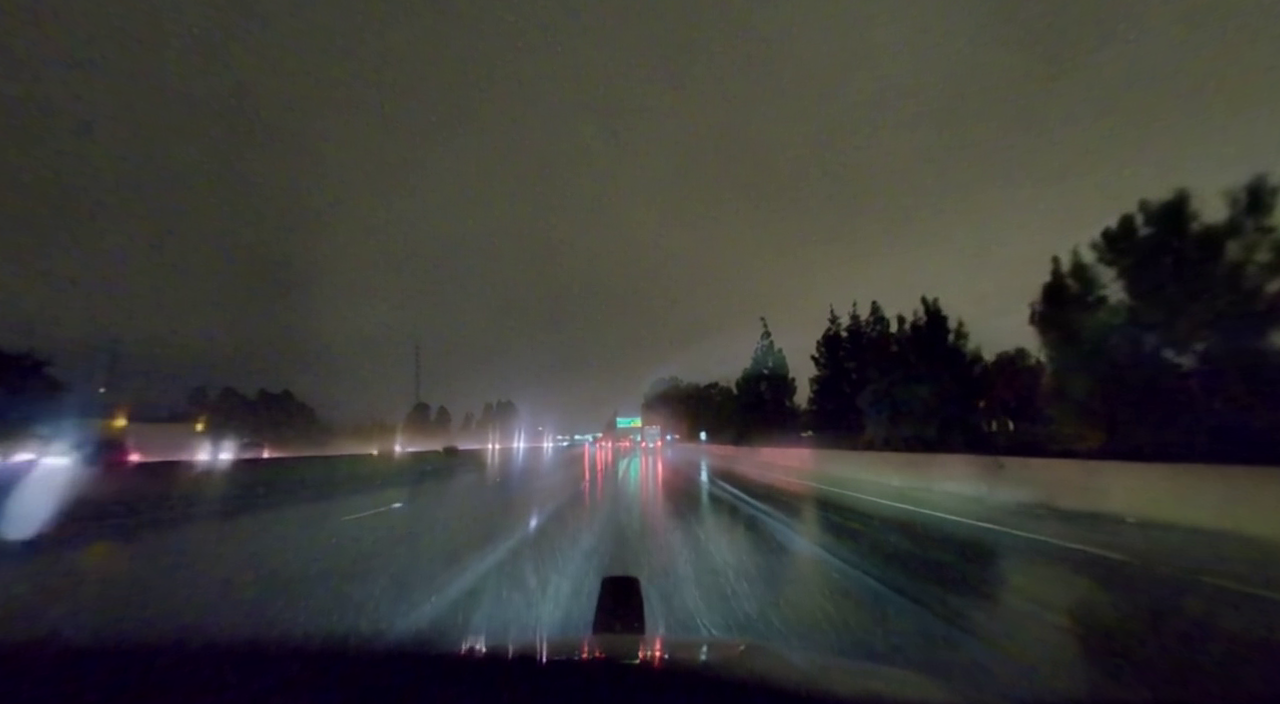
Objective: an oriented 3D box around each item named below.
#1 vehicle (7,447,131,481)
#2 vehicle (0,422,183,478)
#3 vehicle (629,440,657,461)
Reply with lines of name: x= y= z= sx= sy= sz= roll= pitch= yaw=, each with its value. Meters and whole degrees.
vehicle: x=-28.167 y=5.509 z=31.395 sx=1.907 sy=1.472 sz=4.580 roll=0 pitch=-8 yaw=0
vehicle: x=-36.391 y=6.517 z=42.168 sx=2.787 sy=3.117 sz=12.210 roll=0 pitch=-9 yaw=-1
vehicle: x=0.168 y=7.531 z=48.544 sx=2.021 sy=1.528 sz=4.154 roll=0 pitch=-8 yaw=-1
